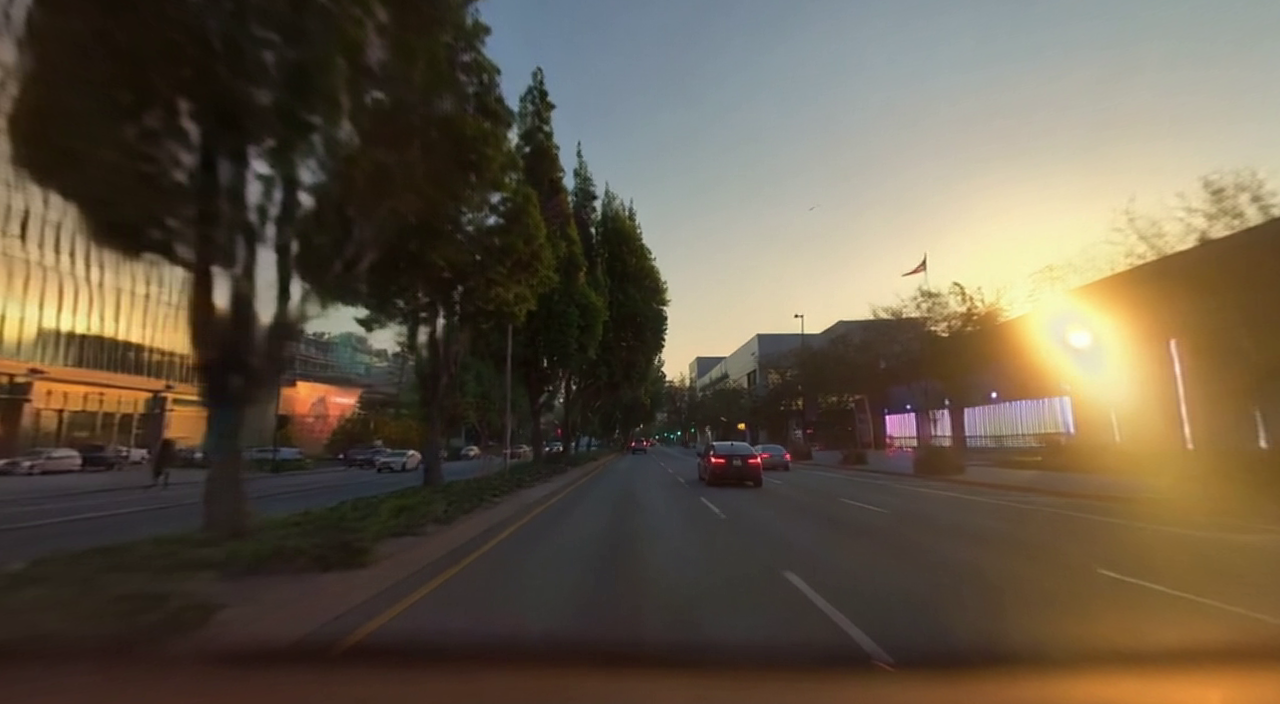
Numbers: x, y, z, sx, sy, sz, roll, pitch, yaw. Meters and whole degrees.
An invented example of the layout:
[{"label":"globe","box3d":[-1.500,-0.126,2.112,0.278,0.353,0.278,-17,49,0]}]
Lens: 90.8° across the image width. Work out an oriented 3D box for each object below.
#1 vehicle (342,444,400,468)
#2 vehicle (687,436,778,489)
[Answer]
[{"label":"vehicle","box3d":[-19.690,7.599,46.481,1.977,1.687,4.909,0,-8,1]},{"label":"vehicle","box3d":[2.798,3.465,20.205,2.131,1.491,4.496,0,-8,-1]}]
